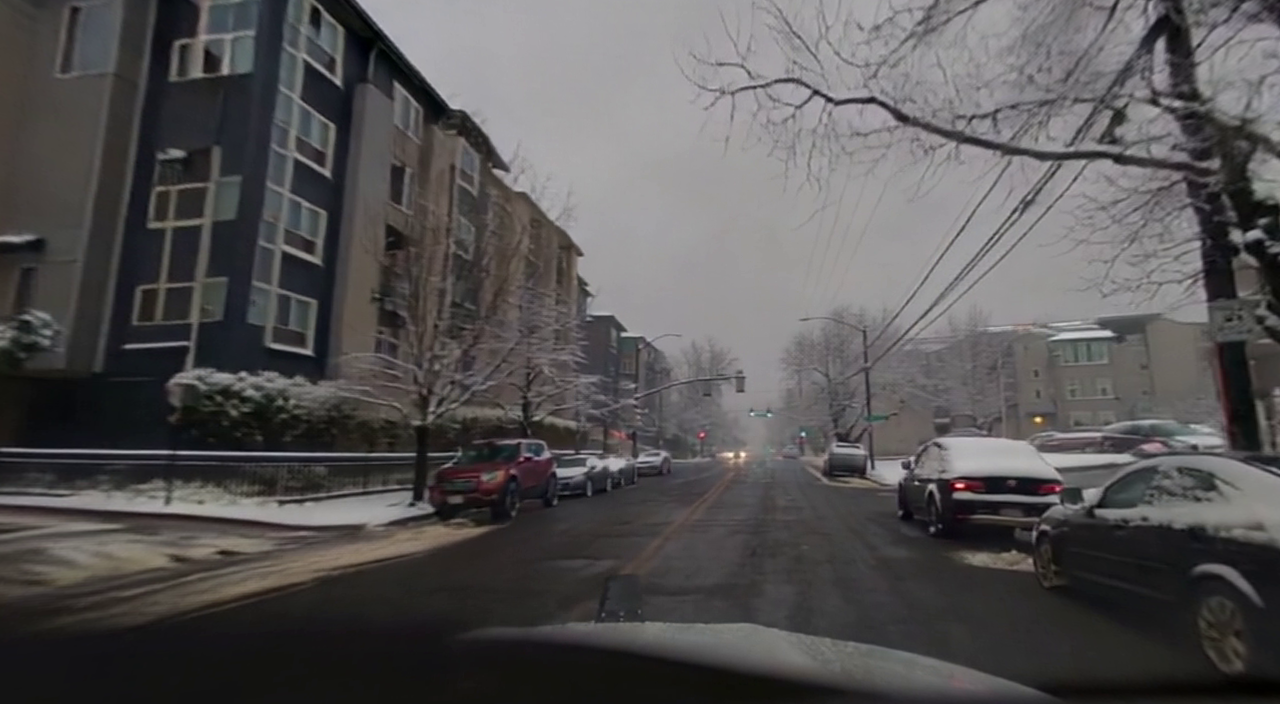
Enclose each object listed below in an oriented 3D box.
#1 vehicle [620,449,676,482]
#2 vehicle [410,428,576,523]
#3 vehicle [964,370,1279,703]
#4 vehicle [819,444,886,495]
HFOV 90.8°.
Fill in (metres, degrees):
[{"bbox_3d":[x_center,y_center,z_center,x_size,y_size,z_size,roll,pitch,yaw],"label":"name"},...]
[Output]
[{"bbox_3d":[0.465,5.543,31.206,1.934,1.484,4.630,-2,-9,11],"label":"vehicle"},{"bbox_3d":[-3.147,2.759,14.756,1.993,1.817,4.619,-2,-9,11],"label":"vehicle"},{"bbox_3d":[4.244,1.203,4.569,2.153,1.685,4.586,-2,-9,12],"label":"vehicle"},{"bbox_3d":[8.575,4.702,25.897,2.034,1.689,4.978,-2,-6,12],"label":"vehicle"}]
